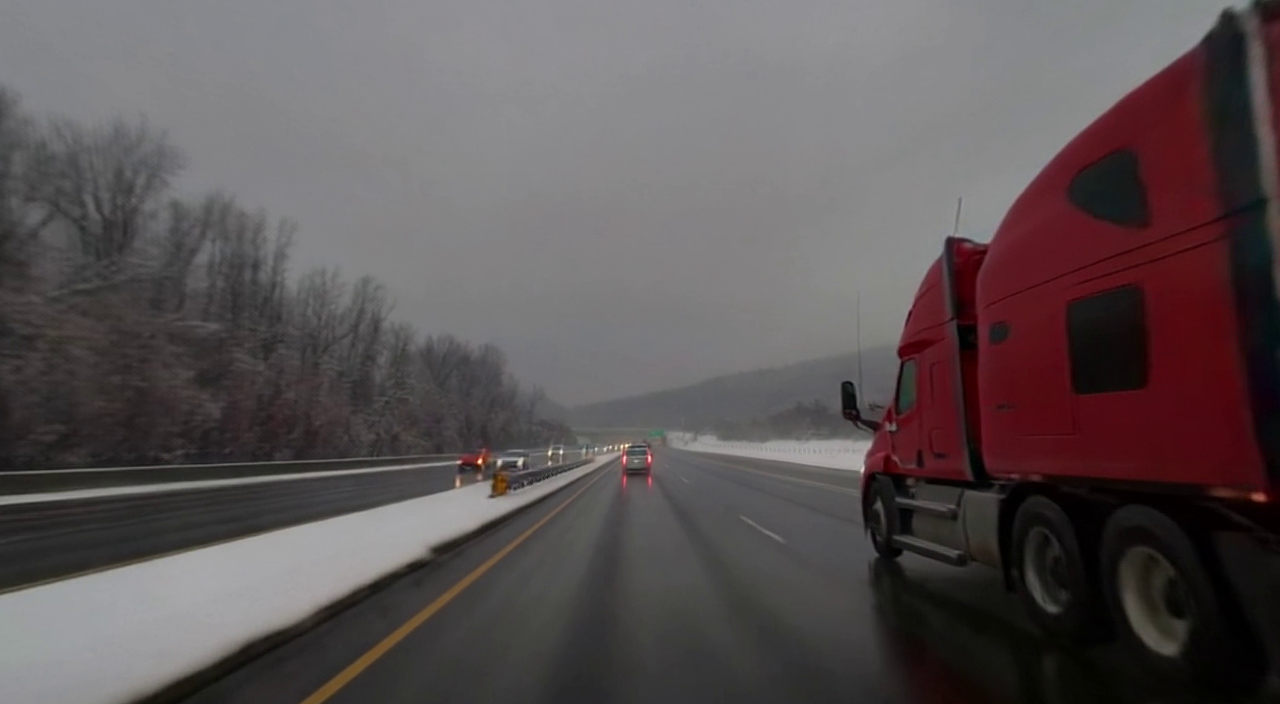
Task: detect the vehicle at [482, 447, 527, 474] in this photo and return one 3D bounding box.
[{"bbox_3d":[-8.799,7.050,41.023,1.957,1.603,4.476,0,-9,0],"label":"vehicle"}]

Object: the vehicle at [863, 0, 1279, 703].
[{"bbox_3d":[4.372,0.049,4.197,3.351,3.699,5.995,0,-9,-1],"label":"vehicle"}]

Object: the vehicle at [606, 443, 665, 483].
[{"bbox_3d":[-0.212,4.554,25.987,2.244,1.506,4.097,0,-9,-1],"label":"vehicle"}]

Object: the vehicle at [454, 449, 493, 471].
[{"bbox_3d":[-12.973,8.425,49.154,1.906,1.607,4.230,0,-9,-1],"label":"vehicle"}]
